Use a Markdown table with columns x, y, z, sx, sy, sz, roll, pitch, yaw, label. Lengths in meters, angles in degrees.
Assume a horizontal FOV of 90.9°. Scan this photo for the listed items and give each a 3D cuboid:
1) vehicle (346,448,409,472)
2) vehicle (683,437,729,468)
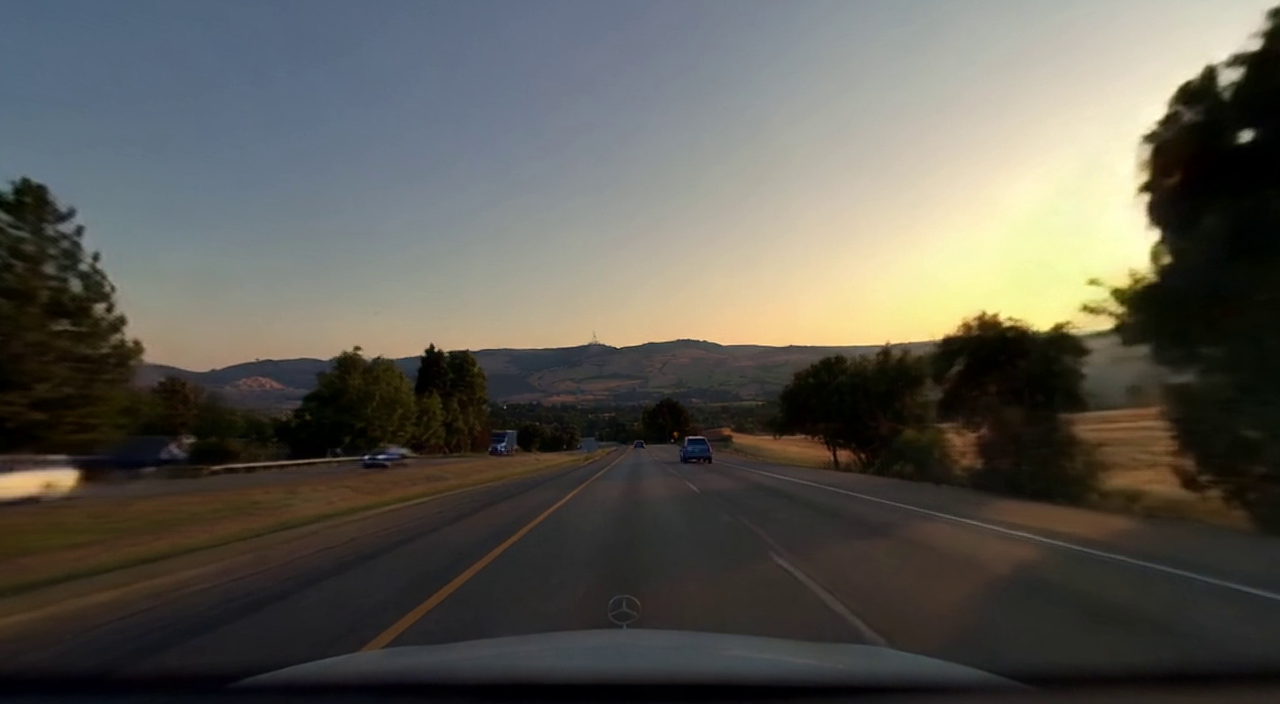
| x | y | z | sx | sy | sz | roll | pitch | yaw | label |
| --- | --- | --- | --- | --- | --- | --- | --- | --- | --- |
| -17.394 | 7.168 | 42.071 | 2.239 | 1.462 | 4.480 | -1 | -9 | 0 | vehicle |
| 3.720 | 5.771 | 36.228 | 2.157 | 1.640 | 4.056 | -1 | -9 | 0 | vehicle |
